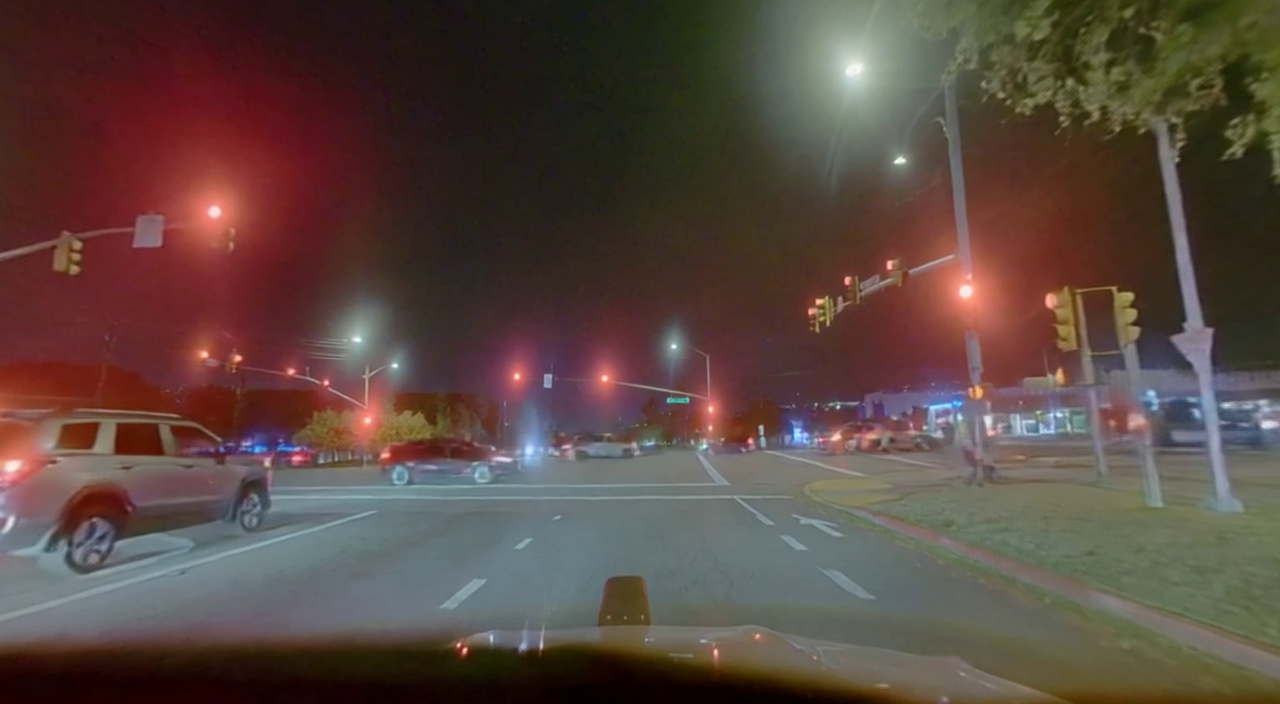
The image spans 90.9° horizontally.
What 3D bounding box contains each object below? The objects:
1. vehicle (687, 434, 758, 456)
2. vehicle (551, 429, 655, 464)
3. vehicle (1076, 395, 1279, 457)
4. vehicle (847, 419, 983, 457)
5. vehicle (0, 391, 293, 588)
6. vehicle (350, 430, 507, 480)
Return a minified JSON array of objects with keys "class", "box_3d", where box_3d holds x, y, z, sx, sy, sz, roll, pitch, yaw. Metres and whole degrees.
[{"class":"vehicle","box_3d":[5.716,6.487,43.843,4.785,1.472,1.799,-1,-9,5]},{"class":"vehicle","box_3d":[-1.654,4.397,29.339,4.591,1.525,1.836,-1,-9,6]},{"class":"vehicle","box_3d":[17.252,2.375,20.007,5.084,1.824,2.050,-1,-9,6]},{"class":"vehicle","box_3d":[10.772,3.443,24.987,4.515,1.422,1.802,-1,-9,5]},{"class":"vehicle","box_3d":[-6.394,1.496,7.460,1.785,1.678,4.729,0,-9,1]},{"class":"vehicle","box_3d":[-7.416,3.661,22.396,4.865,1.663,1.962,-1,-9,7]}]
